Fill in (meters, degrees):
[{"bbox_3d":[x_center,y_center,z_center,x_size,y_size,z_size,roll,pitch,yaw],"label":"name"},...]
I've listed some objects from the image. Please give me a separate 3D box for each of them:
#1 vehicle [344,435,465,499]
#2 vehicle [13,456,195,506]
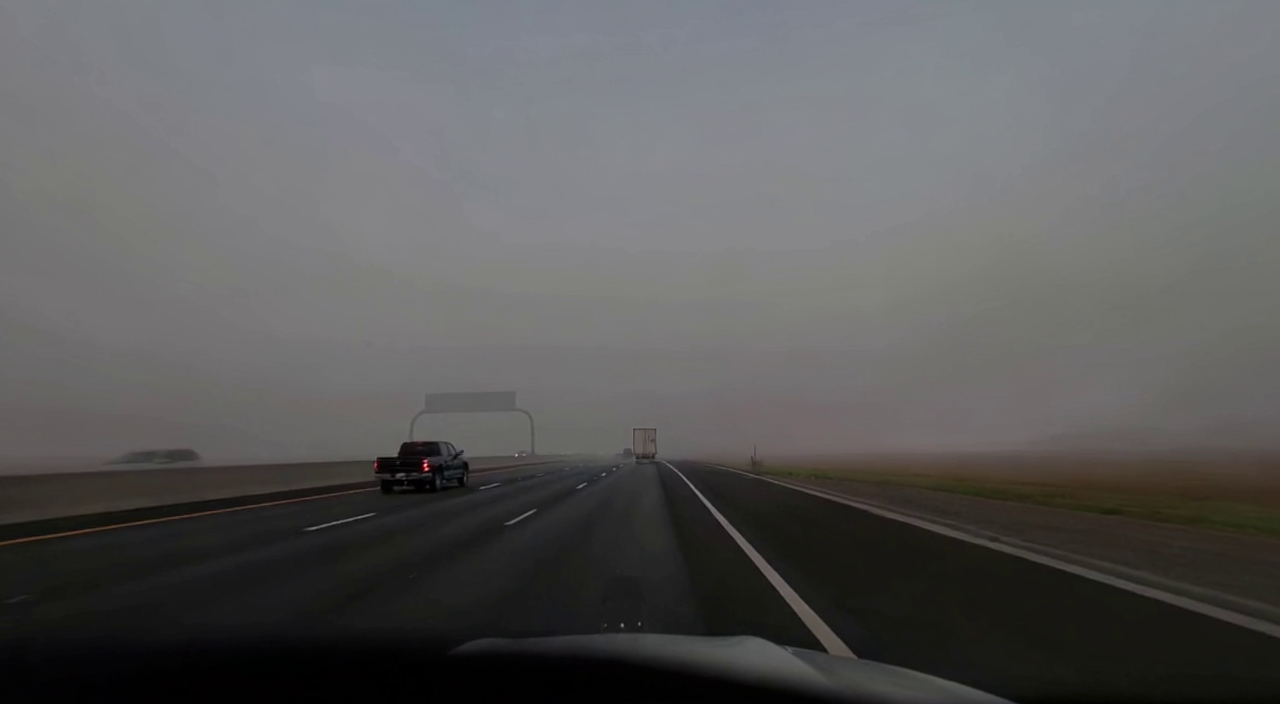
[{"bbox_3d":[-7.486,3.708,20.677,2.052,1.817,4.744,0,-9,1],"label":"vehicle"},{"bbox_3d":[-18.315,4.399,21.970,2.077,1.485,4.860,0,-9,0],"label":"vehicle"}]
